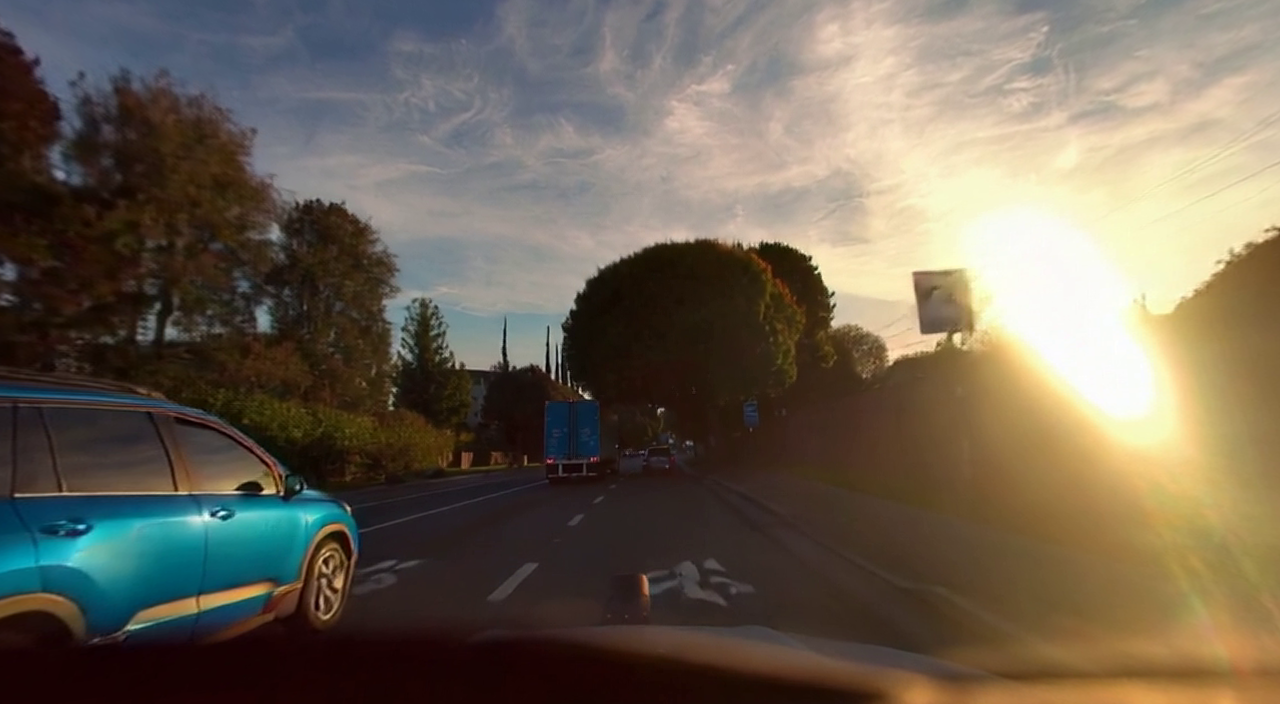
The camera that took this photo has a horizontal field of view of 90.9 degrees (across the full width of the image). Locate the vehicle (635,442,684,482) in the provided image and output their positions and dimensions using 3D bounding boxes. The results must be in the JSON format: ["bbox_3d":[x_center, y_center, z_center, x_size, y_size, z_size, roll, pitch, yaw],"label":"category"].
[{"bbox_3d":[0.887,5.196,29.928,2.174,1.749,4.113,0,-9,1],"label":"vehicle"}]

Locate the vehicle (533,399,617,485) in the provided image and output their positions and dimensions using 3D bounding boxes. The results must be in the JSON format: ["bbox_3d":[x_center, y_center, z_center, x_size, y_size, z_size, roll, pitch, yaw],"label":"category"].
[{"bbox_3d":[-2.957,4.566,31.633,2.928,3.658,8.980,0,-9,2],"label":"vehicle"}]

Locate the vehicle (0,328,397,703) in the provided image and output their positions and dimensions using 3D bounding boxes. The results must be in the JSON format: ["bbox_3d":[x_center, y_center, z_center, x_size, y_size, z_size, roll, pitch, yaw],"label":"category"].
[{"bbox_3d":[-3.243,1.006,3.225,2.093,1.832,4.508,0,-9,1],"label":"vehicle"}]
